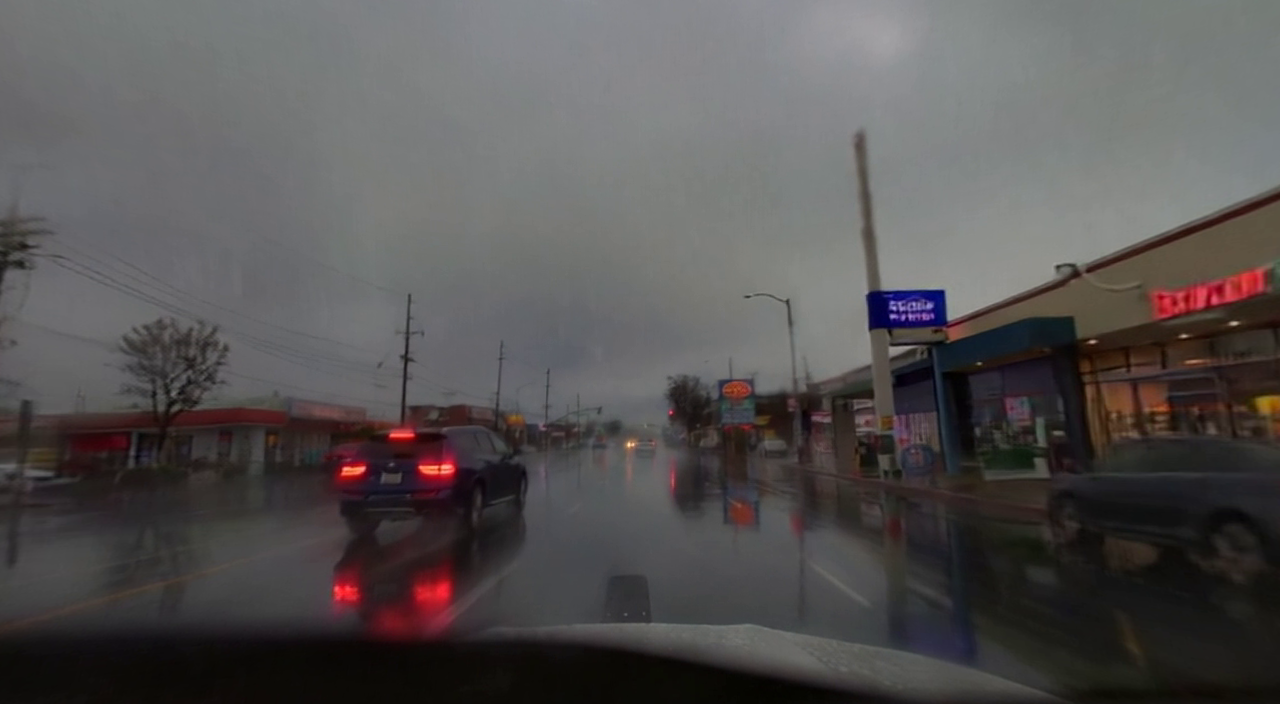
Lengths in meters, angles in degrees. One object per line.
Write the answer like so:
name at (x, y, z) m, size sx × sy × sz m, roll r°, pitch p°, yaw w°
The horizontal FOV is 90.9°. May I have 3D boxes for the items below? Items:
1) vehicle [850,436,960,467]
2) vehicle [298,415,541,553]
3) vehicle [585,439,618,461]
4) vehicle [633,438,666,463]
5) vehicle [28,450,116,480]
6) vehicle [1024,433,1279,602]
vehicle at (13.425, 5.062, 32.110) m, size 4.707 × 1.485 × 1.948 m, roll 0°, pitch -9°, yaw -1°
vehicle at (-3.019, 1.924, 9.876) m, size 2.049 × 1.646 × 4.445 m, roll 0°, pitch -9°, yaw 2°
vehicle at (-2.745, 7.085, 45.584) m, size 1.950 × 1.450 × 4.257 m, roll 0°, pitch -9°, yaw 2°
vehicle at (0.625, 6.348, 40.664) m, size 2.037 × 1.484 × 4.073 m, roll 0°, pitch -9°, yaw 1°
vehicle at (-32.406, 6.444, 35.949) m, size 4.435 × 1.483 × 1.990 m, roll -5°, pitch -8°, yaw 24°
vehicle at (6.679, 1.726, 7.265) m, size 1.896 × 1.497 × 4.032 m, roll 0°, pitch -9°, yaw -1°
